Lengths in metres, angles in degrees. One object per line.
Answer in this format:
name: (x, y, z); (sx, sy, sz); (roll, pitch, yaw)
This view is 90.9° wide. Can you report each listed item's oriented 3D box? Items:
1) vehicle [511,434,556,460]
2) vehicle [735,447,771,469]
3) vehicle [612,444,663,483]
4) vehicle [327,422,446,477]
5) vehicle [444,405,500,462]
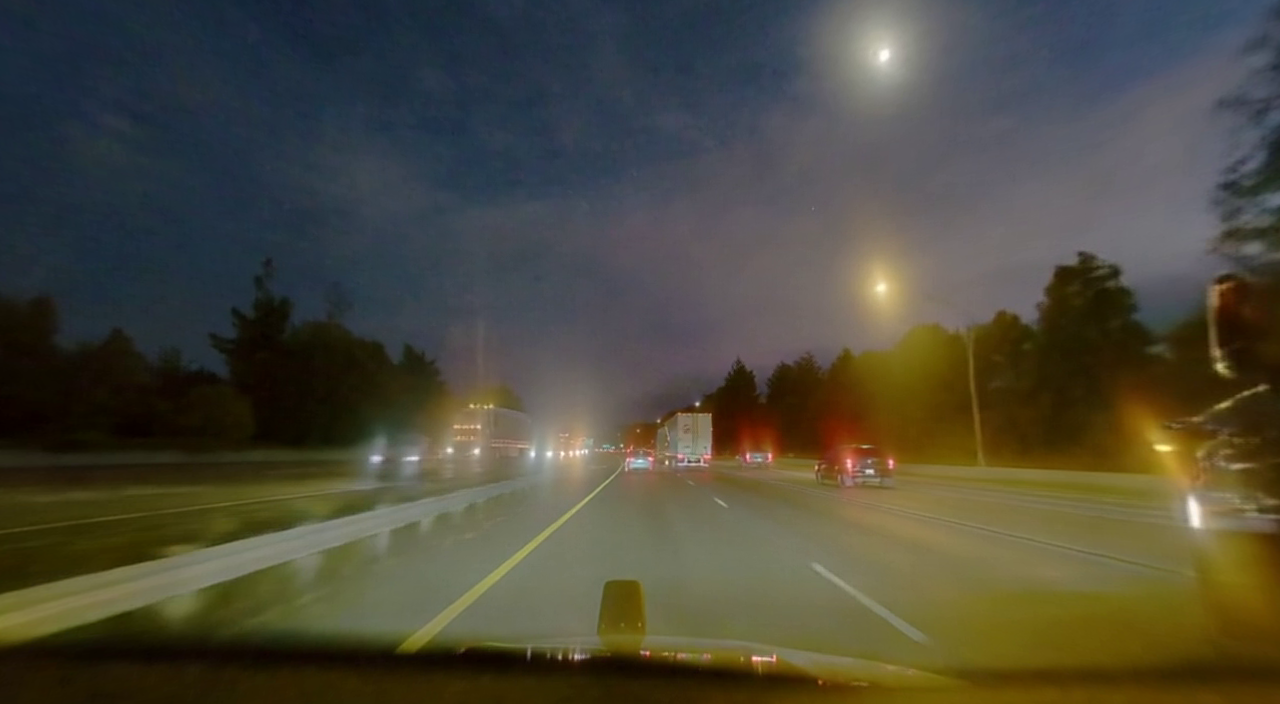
vehicle: (-8.051, 7.289, 48.213); (2.382, 1.802, 5.288); (0, -9, 1)
vehicle: (8.820, 8.301, 49.520); (1.902, 1.652, 3.995); (0, -9, -3)
vehicle: (-0.113, 4.944, 28.224); (2.111, 1.599, 3.859); (0, -9, -1)
vehicle: (-8.021, 3.166, 20.463); (1.948, 1.580, 4.373); (0, -9, 1)
vehicle: (-12.058, 5.958, 45.609); (3.011, 3.951, 3.378); (0, -9, 0)
